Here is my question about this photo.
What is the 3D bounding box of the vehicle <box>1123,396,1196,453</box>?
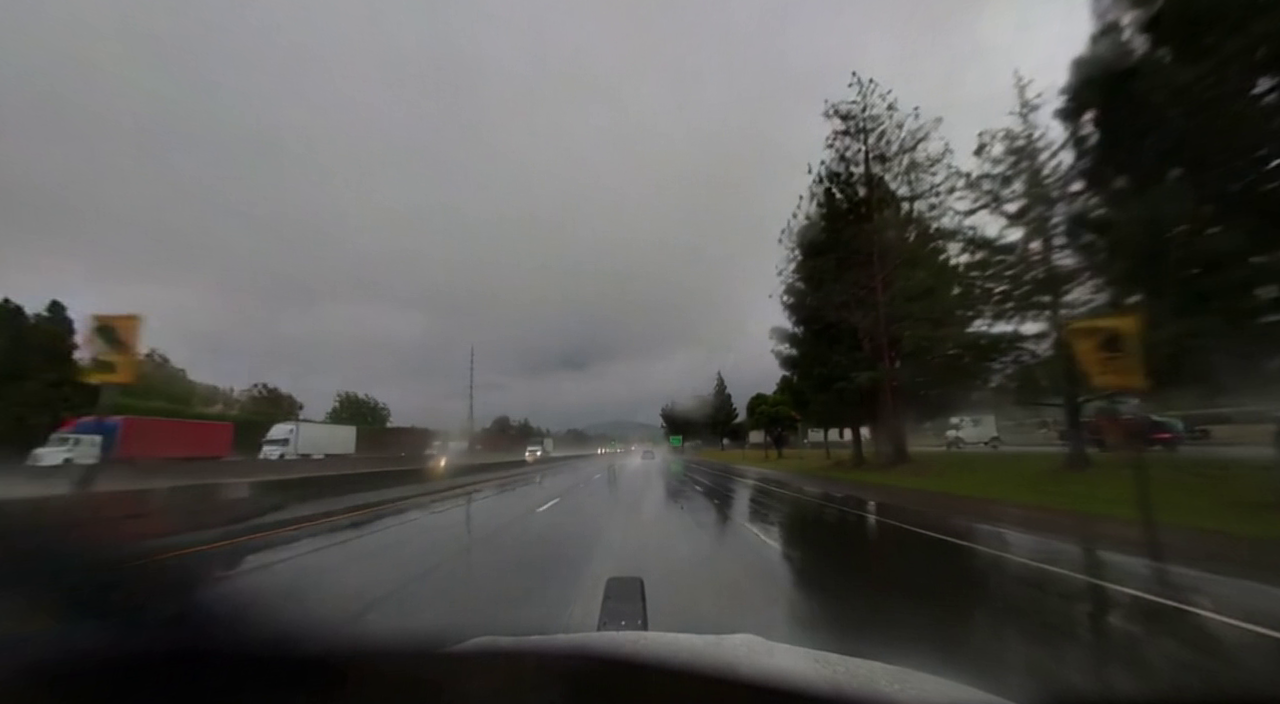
[{"bbox_3d":[35.301,5.072,42.635,2.793,3.430,10.146,-9,-12,43],"label":"vehicle"}]

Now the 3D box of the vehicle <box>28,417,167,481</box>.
[{"bbox_3d":[-38.303,6.880,44.936,3.269,4.141,7.075,0,-9,1],"label":"vehicle"}]

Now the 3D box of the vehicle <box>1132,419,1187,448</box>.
[{"bbox_3d":[33.319,5.267,40.360,2.081,1.698,4.845,-9,-13,44],"label":"vehicle"}]
